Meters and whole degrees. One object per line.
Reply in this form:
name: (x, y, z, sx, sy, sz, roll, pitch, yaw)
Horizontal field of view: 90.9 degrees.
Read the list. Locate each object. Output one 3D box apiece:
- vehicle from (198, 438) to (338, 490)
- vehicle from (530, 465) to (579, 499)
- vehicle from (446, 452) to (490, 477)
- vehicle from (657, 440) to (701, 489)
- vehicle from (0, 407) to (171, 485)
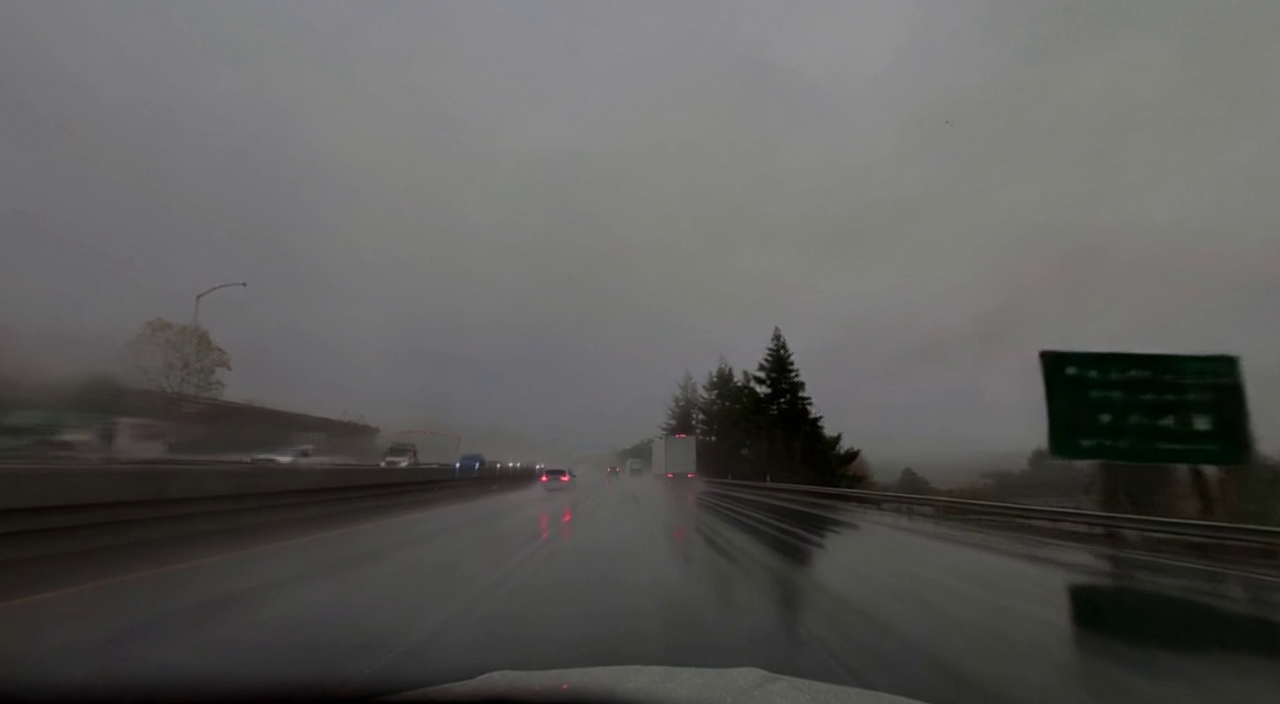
vehicle: (-11.762, 3.625, 20.340, 1.874, 1.446, 4.444, 1, -11, -1)
vehicle: (-4.012, 6.178, 30.098, 1.868, 1.485, 3.770, 1, -11, -1)
vehicle: (-12.915, 8.530, 47.710, 2.058, 1.786, 4.890, 1, -11, -2)
vehicle: (2.948, 8.909, 49.753, 2.738, 3.456, 7.520, 1, -11, -1)
vehicle: (-21.077, 3.655, 23.838, 2.275, 2.518, 5.911, 1, -11, -4)
